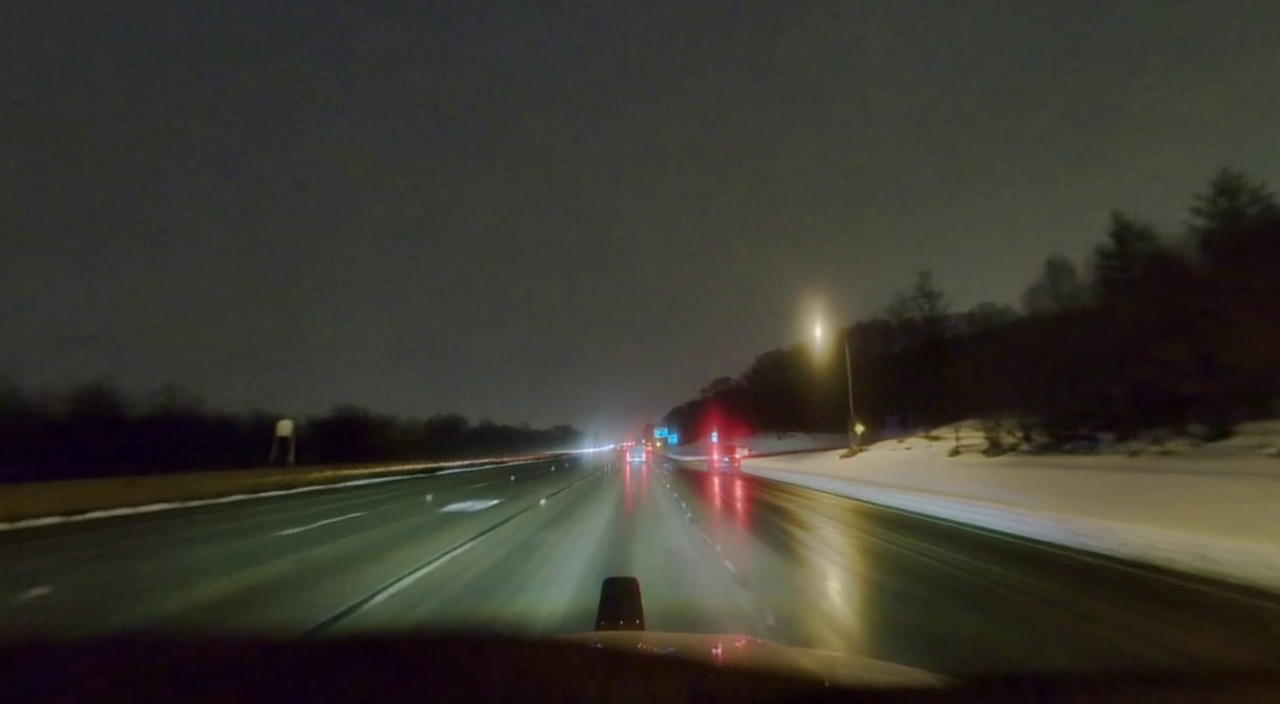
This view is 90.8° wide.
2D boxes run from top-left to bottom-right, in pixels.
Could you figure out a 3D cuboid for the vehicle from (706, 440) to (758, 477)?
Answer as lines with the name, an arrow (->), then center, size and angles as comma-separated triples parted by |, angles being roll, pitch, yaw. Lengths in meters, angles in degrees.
vehicle -> 4.594, 5.366, 32.094 | 2.133, 1.746, 4.511 | 0, -9, 2
